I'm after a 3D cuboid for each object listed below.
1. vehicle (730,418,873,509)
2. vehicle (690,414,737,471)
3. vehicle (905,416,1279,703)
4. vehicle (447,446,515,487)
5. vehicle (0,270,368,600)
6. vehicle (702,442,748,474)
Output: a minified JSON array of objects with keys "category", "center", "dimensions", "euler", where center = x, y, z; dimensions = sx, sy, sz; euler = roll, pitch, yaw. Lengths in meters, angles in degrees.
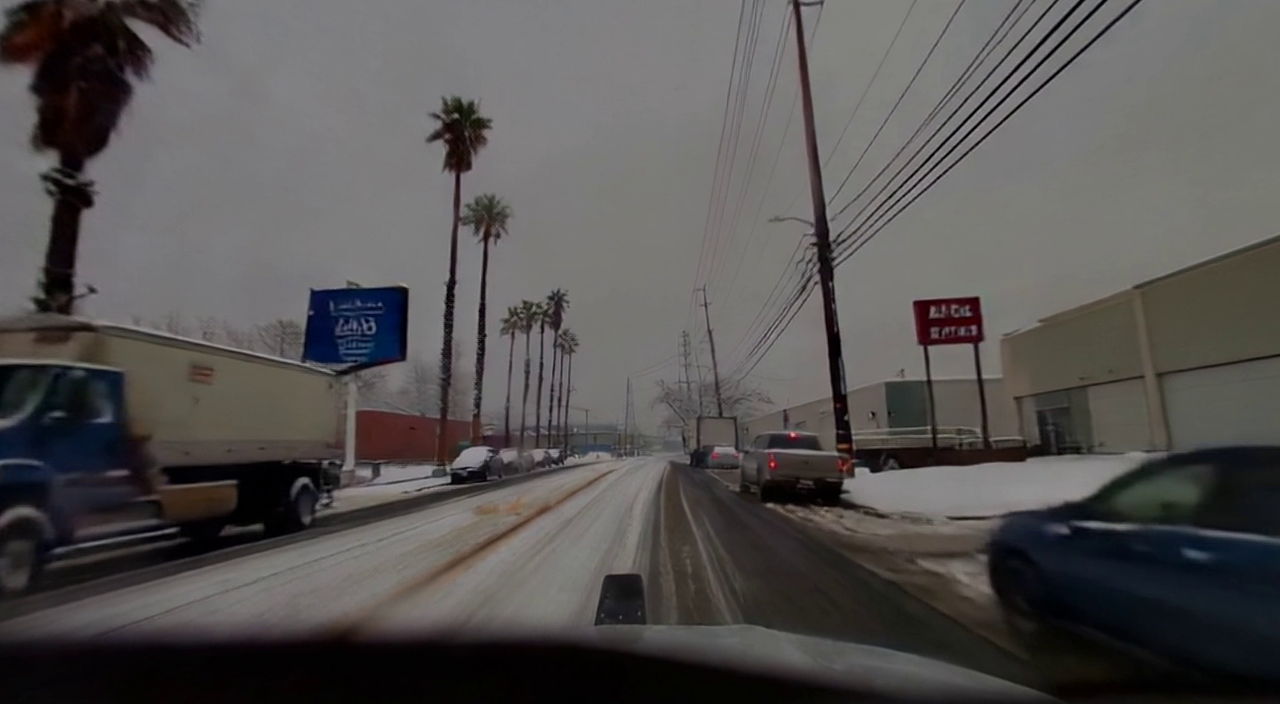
[{"category":"vehicle","center":[3.972,2.933,16.991],"dimensions":[2.400,1.985,6.155],"euler":[0,-9,2]},{"category":"vehicle","center":[5.164,6.639,46.018],"dimensions":[2.933,3.697,10.065],"euler":[-1,-9,4]},{"category":"vehicle","center":[3.531,1.158,3.465],"dimensions":[2.143,1.483,4.601],"euler":[0,-9,0]},{"category":"vehicle","center":[-7.394,5.324,29.771],"dimensions":[1.936,1.632,4.145],"euler":[-3,-8,3]},{"category":"vehicle","center":[-7.849,1.431,10.362],"dimensions":[2.941,3.418,7.738],"euler":[-1,-9,3]},{"category":"vehicle","center":[4.976,6.292,37.658],"dimensions":[2.141,1.739,5.130],"euler":[0,-9,1]}]
